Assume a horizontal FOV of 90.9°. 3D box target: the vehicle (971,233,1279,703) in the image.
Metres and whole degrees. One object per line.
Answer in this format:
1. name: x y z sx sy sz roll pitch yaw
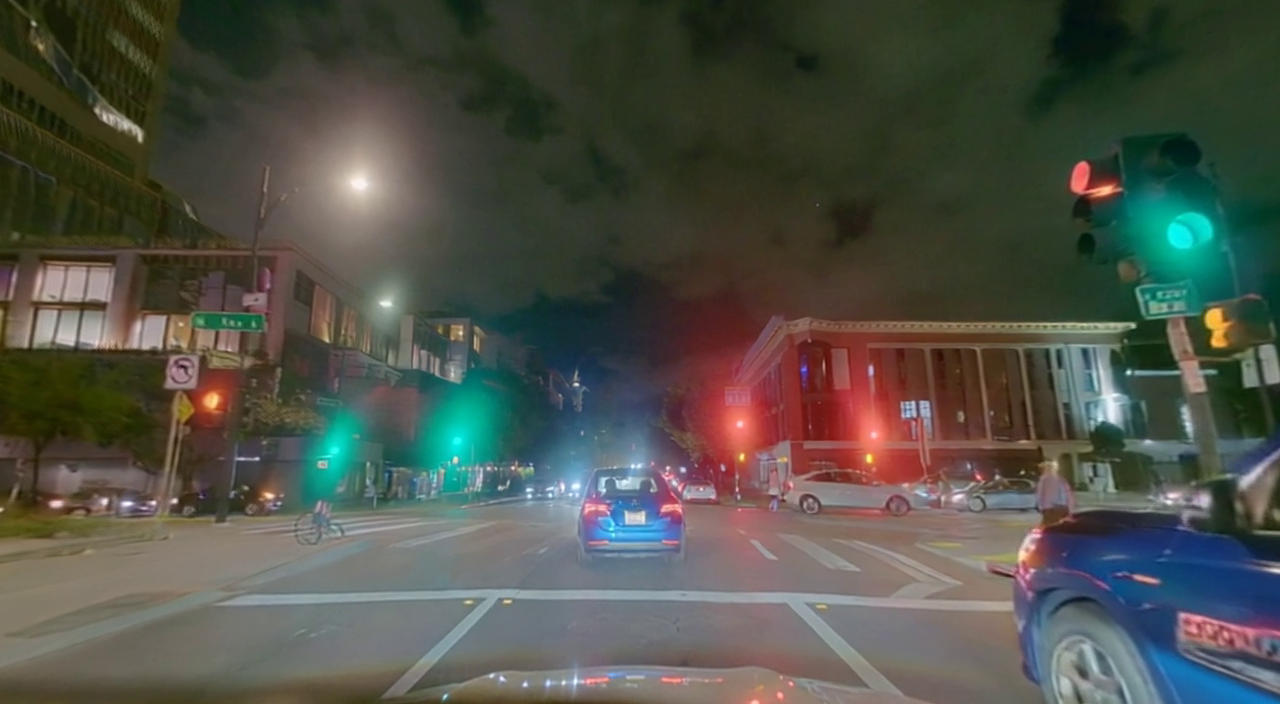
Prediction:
1. vehicle: 3.186 0.429 0.444 2.632 1.979 6.096 -1 -9 1

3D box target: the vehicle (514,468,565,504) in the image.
1. vehicle: -6.008 8.052 38.198 2.226 1.896 4.438 -1 -9 1

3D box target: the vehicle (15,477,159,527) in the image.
1. vehicle: -25.348 6.875 29.043 4.588 2.048 2.110 -1 -9 1

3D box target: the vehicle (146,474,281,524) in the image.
1. vehicle: -19.507 6.723 28.990 4.750 2.083 2.002 -1 -9 3

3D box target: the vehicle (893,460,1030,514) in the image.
1. vehicle: 14.694 6.177 29.054 4.974 2.266 2.324 0 -9 -1

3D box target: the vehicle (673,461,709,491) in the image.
1. vehicle: 3.762 9.223 47.244 2.365 1.994 4.259 0 -9 0

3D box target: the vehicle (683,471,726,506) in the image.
1. vehicle: 3.786 8.154 37.894 1.908 1.741 4.066 0 -9 -3
